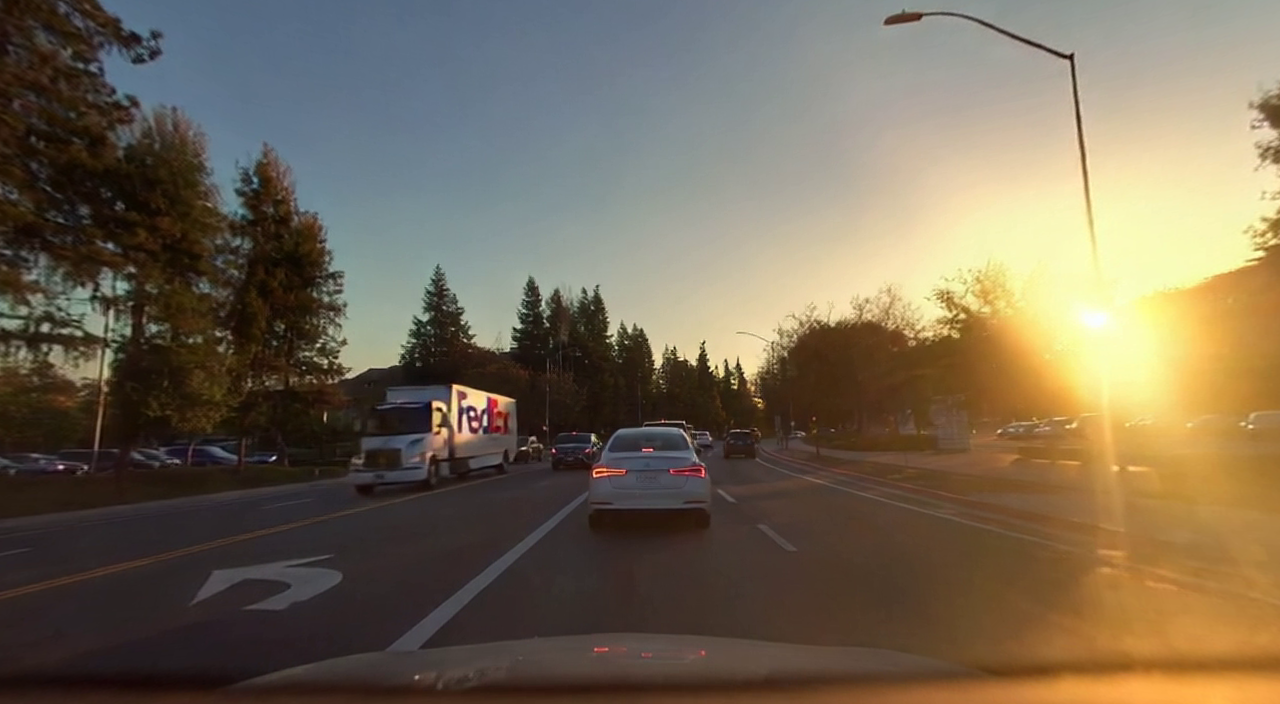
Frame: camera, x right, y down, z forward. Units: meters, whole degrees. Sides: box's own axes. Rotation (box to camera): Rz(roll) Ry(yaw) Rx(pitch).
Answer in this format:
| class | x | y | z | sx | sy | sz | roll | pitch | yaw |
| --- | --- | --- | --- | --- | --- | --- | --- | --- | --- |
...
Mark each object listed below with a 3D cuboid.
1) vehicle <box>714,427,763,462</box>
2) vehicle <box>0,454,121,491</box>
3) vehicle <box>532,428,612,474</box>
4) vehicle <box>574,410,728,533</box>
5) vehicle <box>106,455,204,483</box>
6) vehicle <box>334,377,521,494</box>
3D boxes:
| class | x | y | z | sx | sy | sz | roll | pitch | yaw |
| --- | --- | --- | --- | --- | --- | --- | --- | --- | --- |
| vehicle | 5.402 | 5.162 | 35.113 | 2.155 | 1.786 | 4.459 | -1 | -8 | 3 |
| vehicle | -28.015 | 5.754 | 30.232 | 4.743 | 1.671 | 1.842 | -1 | -8 | 4 |
| vehicle | -2.755 | 4.191 | 26.943 | 2.057 | 1.786 | 4.725 | -2 | -8 | 11 |
| vehicle | 0.180 | 1.982 | 10.996 | 2.154 | 1.710 | 4.128 | -1 | -8 | 1 |
| vehicle | -27.042 | 6.510 | 35.195 | 4.260 | 1.498 | 1.769 | -2 | -8 | 9 |
| vehicle | -6.995 | 3.072 | 22.891 | 2.961 | 3.316 | 9.483 | -1 | -8 | 4 |
